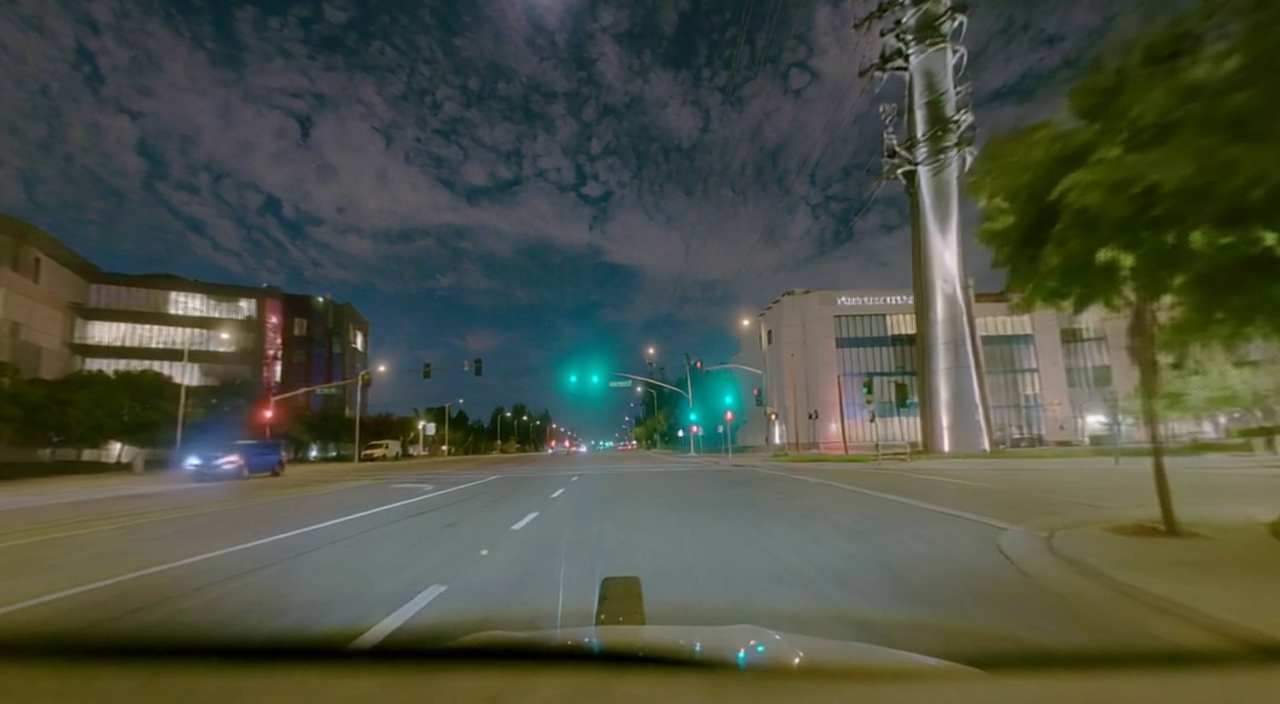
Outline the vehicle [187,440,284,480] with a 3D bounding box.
[{"bbox_3d":[-20.700,5.515,32.585,2.097,1.858,4.601,0,-9,-3],"label":"vehicle"}]
